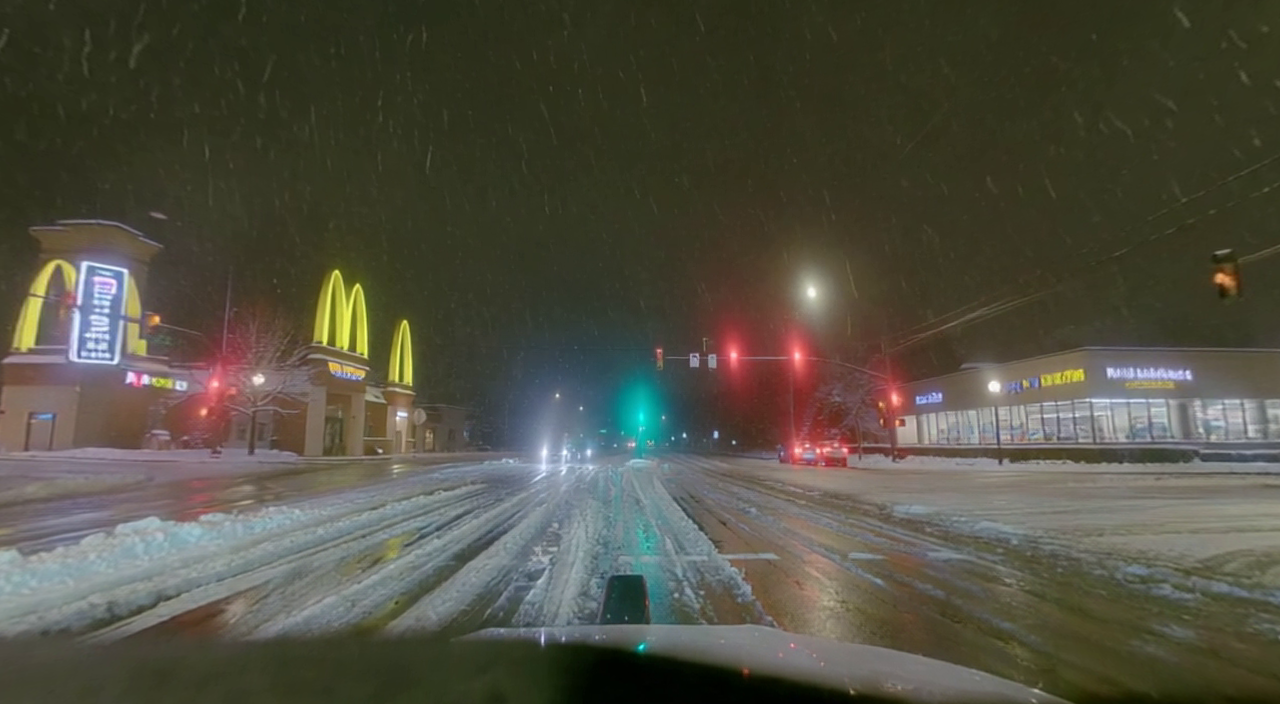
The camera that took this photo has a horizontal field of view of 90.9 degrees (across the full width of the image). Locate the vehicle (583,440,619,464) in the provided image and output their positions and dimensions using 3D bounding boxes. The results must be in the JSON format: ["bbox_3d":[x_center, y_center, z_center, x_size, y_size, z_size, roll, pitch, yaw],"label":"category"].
[{"bbox_3d":[-2.524,6.626,41.908,2.104,1.468,4.195,0,-8,1],"label":"vehicle"}]
